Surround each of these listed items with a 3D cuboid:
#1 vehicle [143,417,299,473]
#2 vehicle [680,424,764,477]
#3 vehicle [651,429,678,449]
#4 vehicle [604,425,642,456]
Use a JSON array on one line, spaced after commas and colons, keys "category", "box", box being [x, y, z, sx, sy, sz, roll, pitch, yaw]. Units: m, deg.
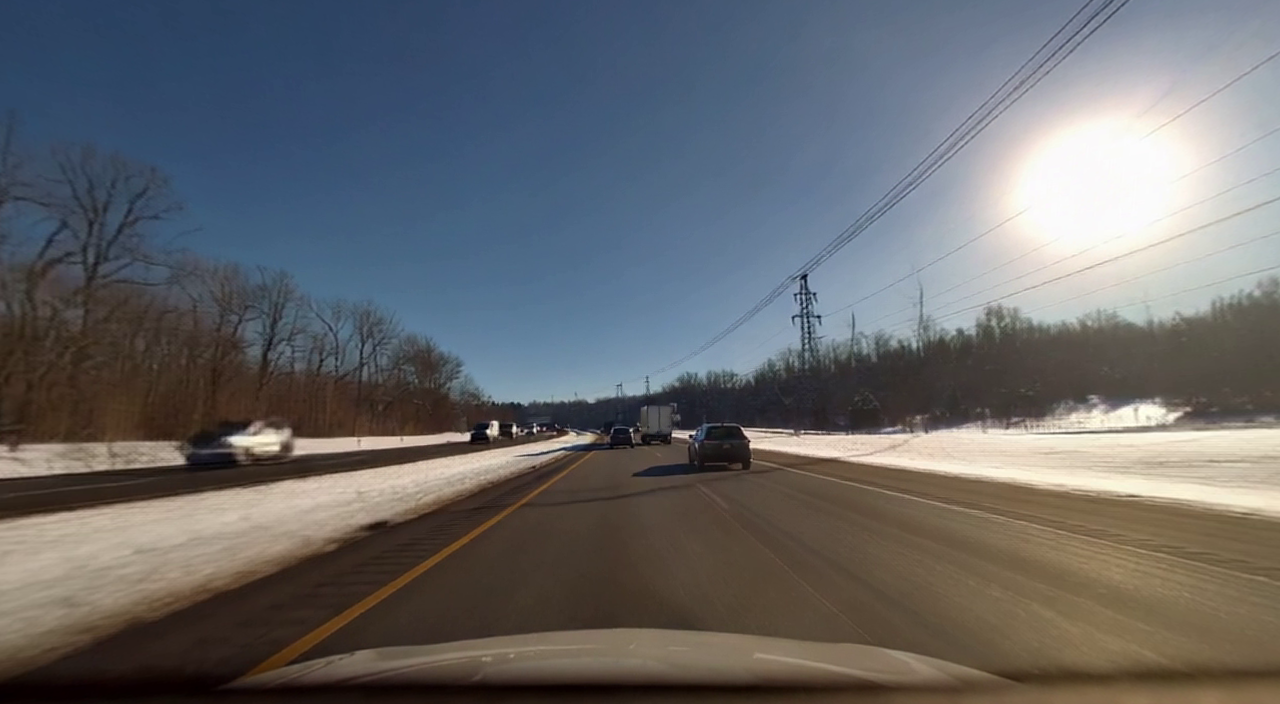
[{"category": "vehicle", "box": [-12.517, 2.813, 19.193, 1.815, 1.475, 4.344, 0, -8, -1]}, {"category": "vehicle", "box": [2.589, 3.236, 20.873, 2.062, 1.581, 3.914, 0, -8, -3]}, {"category": "vehicle", "box": [1.843, 6.835, 49.233, 1.807, 1.484, 3.765, 0, -8, -2]}, {"category": "vehicle", "box": [-0.932, 4.949, 35.095, 2.019, 1.642, 3.790, 0, -8, -1]}]
